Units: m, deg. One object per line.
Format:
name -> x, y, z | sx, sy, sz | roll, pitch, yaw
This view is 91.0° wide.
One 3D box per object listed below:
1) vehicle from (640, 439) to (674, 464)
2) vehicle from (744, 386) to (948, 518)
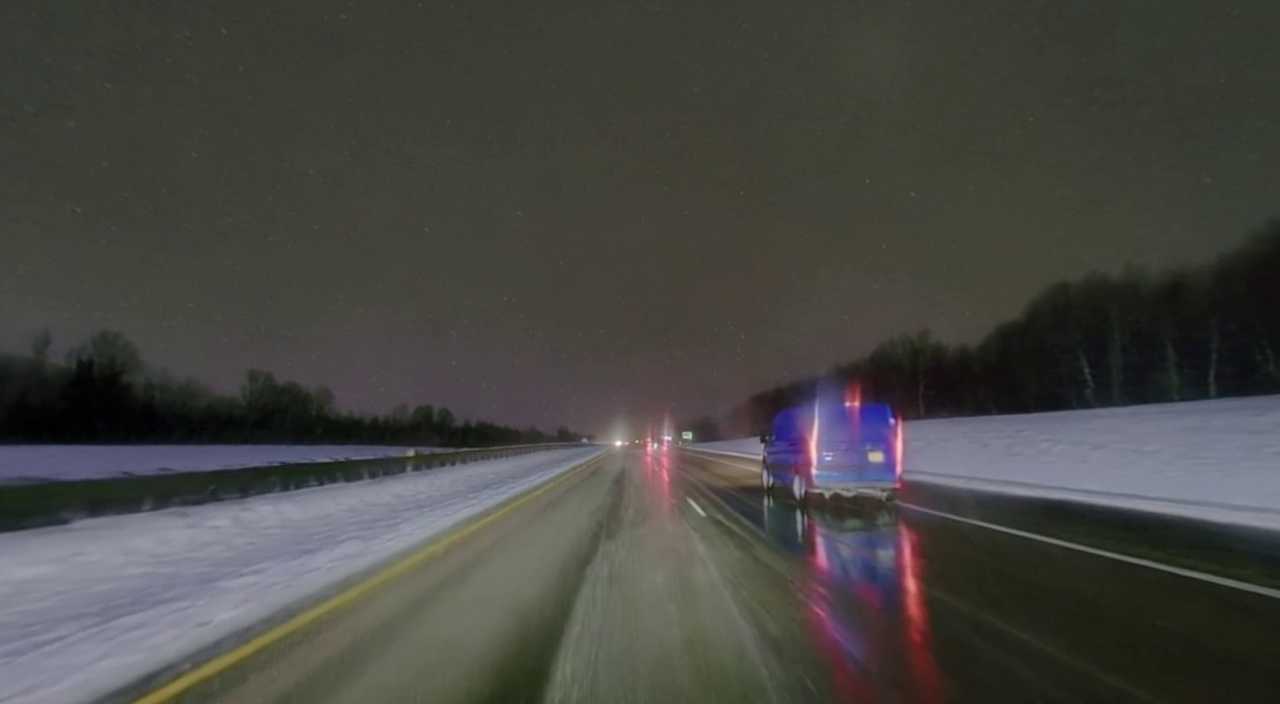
vehicle -> 1.005, 6.284, 39.948 | 2.005, 1.466, 3.739 | 0, -8, -1
vehicle -> 3.643, 1.898, 12.319 | 2.269, 2.048, 4.679 | 0, -8, -1
